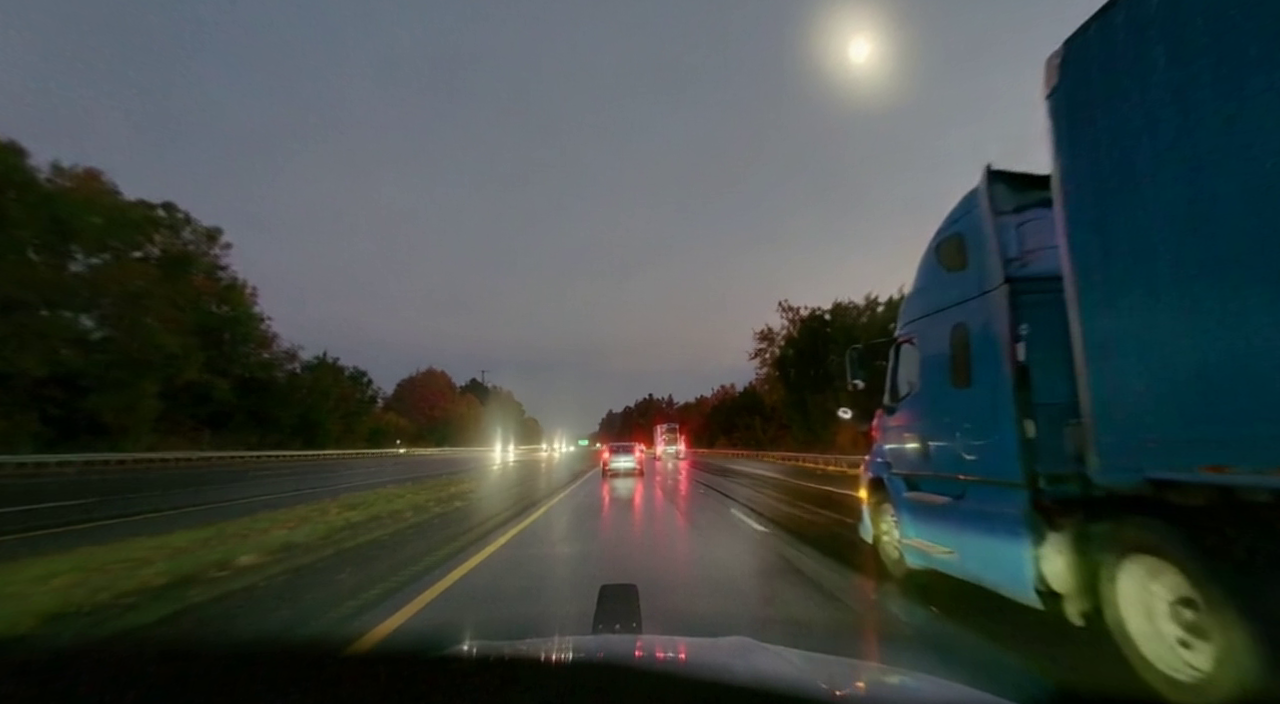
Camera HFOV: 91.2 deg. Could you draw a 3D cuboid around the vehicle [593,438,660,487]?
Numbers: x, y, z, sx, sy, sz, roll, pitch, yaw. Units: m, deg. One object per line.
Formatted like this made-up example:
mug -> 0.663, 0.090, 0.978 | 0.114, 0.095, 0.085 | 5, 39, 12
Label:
vehicle -> -0.468, 3.787, 21.761 | 2.099, 1.506, 4.097 | 0, -9, -1
